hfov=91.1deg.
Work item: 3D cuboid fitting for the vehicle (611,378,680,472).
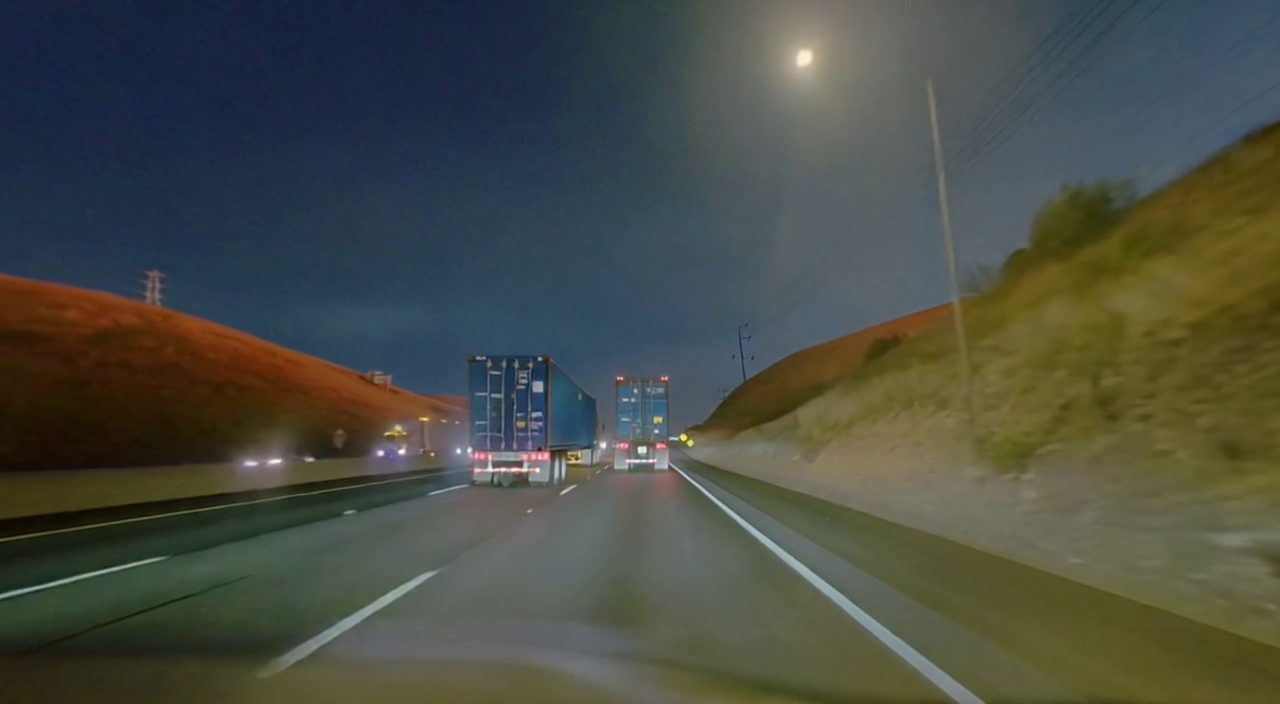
[{"bbox_3d":[0.131,4.006,33.339,3.006,4.120,11.586,0,-8,-1],"label":"vehicle"}]

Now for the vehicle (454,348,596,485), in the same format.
[{"bbox_3d":[-3.913,2.882,25.694,3.065,4.105,13.706,0,-8,1],"label":"vehicle"}]
